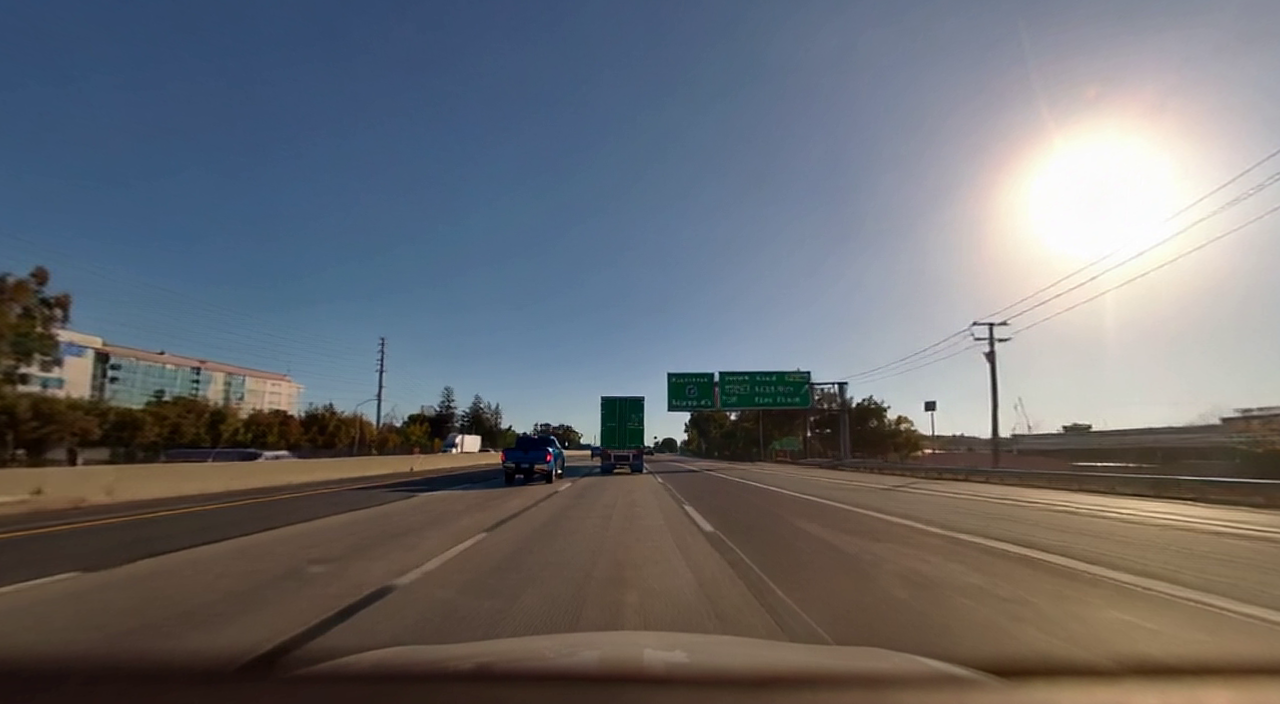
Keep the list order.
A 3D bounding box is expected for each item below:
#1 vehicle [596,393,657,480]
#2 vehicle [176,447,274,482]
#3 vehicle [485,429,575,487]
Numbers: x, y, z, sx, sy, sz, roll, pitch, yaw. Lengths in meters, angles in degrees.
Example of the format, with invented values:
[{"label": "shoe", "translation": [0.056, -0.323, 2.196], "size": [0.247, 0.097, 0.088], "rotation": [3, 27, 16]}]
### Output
[{"label": "vehicle", "translation": [-0.716, 4.947, 36.585], "size": [2.879, 4.085, 13.125], "rotation": [0, -8, -1]}, {"label": "vehicle", "translation": [-19.166, 5.170, 29.373], "size": [1.833, 1.455, 4.093], "rotation": [0, -8, -1]}, {"label": "vehicle", "translation": [-4.466, 4.451, 26.943], "size": [2.749, 2.141, 6.515], "rotation": [0, -8, -1]}]
